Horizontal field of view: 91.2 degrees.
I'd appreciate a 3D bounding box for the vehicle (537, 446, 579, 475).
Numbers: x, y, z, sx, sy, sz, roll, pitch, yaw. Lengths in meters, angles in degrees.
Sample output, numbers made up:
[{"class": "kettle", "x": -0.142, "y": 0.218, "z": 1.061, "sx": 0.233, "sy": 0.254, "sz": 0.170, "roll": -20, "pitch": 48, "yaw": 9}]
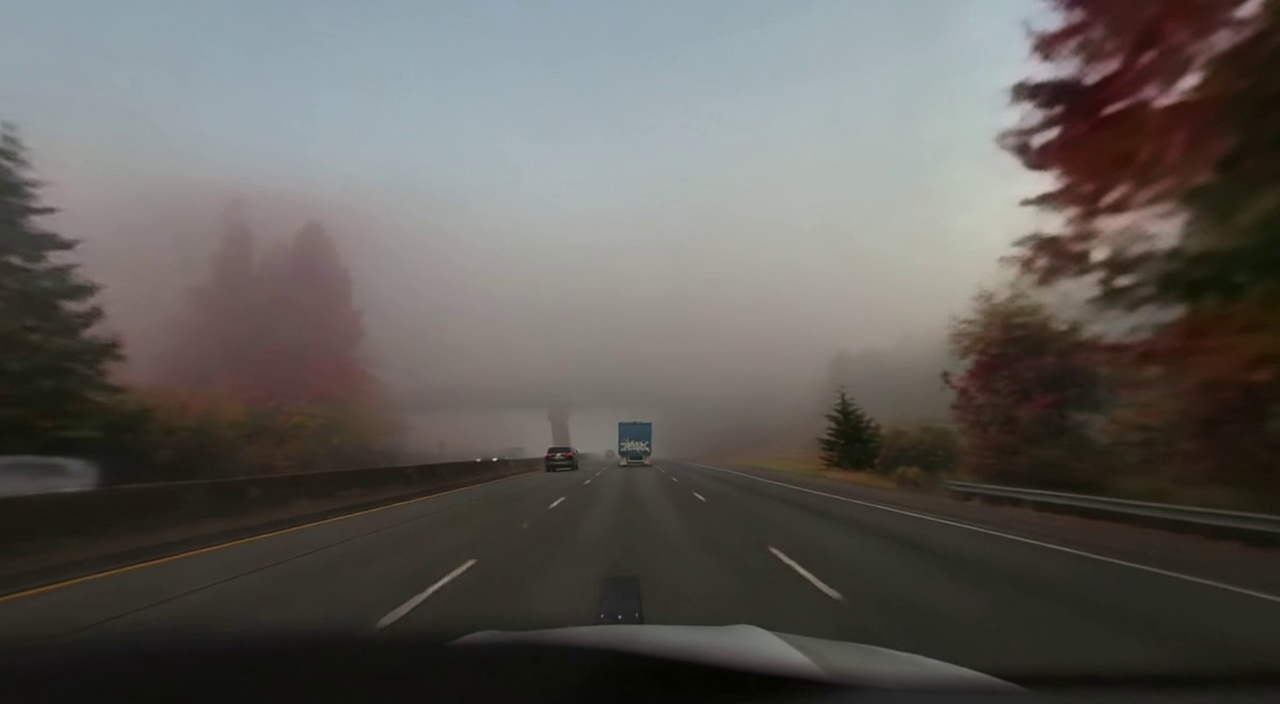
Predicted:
[{"class": "vehicle", "x": -4.507, "y": 6.037, "z": 35.088, "sx": 1.892, "sy": 1.529, "sz": 3.996, "roll": 0, "pitch": -9, "yaw": -1}]
